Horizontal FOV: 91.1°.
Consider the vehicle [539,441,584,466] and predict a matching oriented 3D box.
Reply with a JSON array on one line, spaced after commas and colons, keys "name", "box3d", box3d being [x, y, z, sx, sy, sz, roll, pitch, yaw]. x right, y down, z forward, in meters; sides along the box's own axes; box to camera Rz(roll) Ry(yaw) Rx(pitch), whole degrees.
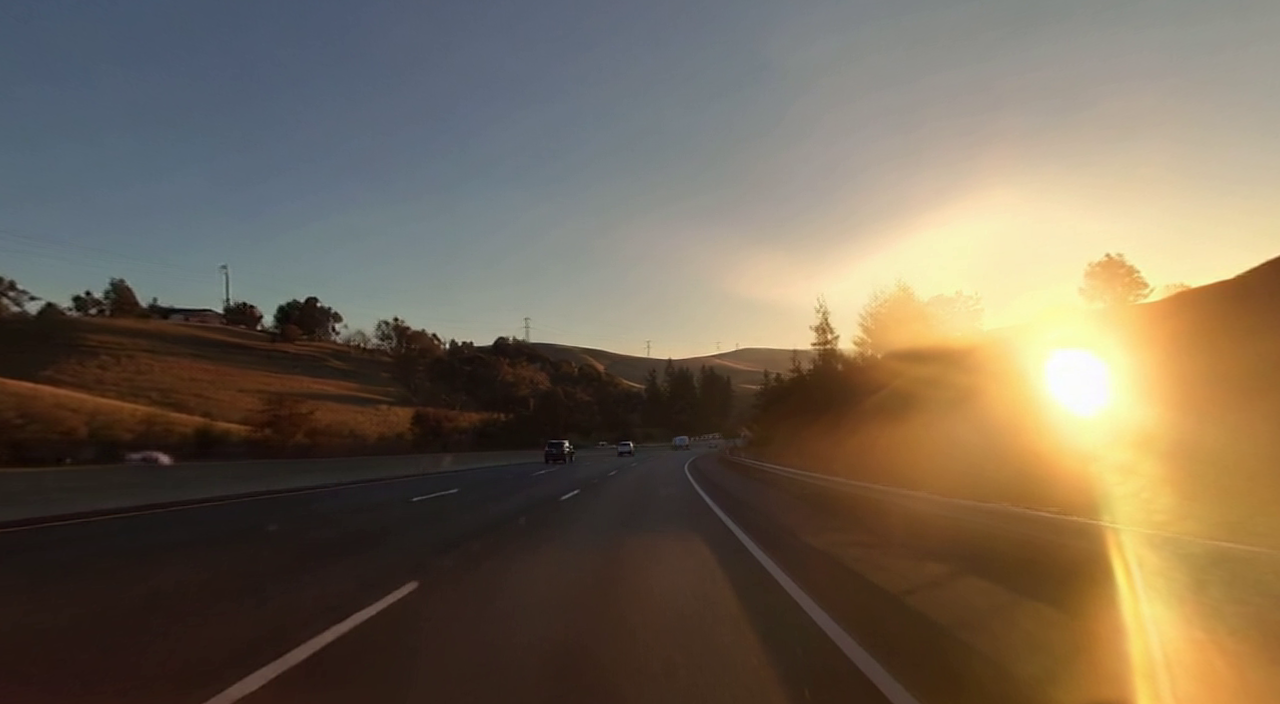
[{"name": "vehicle", "box3d": [-5.084, 6.629, 41.204, 2.010, 1.489, 4.456, -1, -9, 5]}]

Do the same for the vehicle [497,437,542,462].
[{"name": "vehicle", "box3d": [-8.866, 7.252, 46.650, 2.063, 1.743, 4.392, -1, -9, 6]}]

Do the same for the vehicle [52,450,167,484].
[{"name": "vehicle", "box3d": [-26.597, 5.754, 31.707, 1.754, 1.512, 4.349, -1, -9, 5]}]
